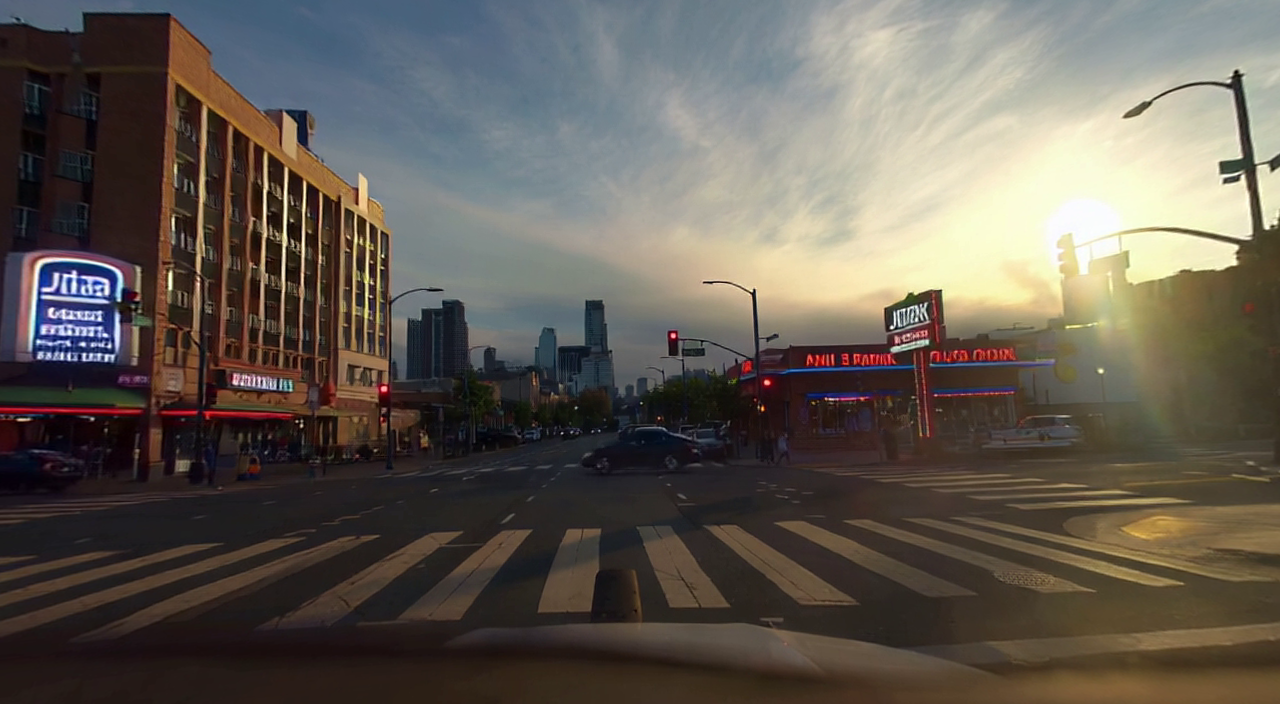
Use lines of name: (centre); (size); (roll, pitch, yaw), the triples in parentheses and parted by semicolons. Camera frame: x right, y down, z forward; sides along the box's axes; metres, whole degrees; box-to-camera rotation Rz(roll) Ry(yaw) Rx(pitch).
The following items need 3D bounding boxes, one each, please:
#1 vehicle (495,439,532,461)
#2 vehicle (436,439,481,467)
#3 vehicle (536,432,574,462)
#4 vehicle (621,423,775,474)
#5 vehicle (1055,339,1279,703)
vehicle: (-8.626, 6.699, 43.431); (1.906, 1.402, 4.904); (0, -8, -5)
vehicle: (-10.899, 6.092, 38.207); (1.885, 1.545, 4.124); (1, -8, -6)
vehicle: (-5.150, 5.805, 38.686); (1.976, 1.683, 4.117); (0, -8, -3)
vehicle: (1.804, 3.104, 20.397); (4.612, 1.521, 1.811); (1, -9, -10)
vehicle: (3.015, 0.615, 0.873); (1.866, 1.654, 4.354); (0, -8, 0)
